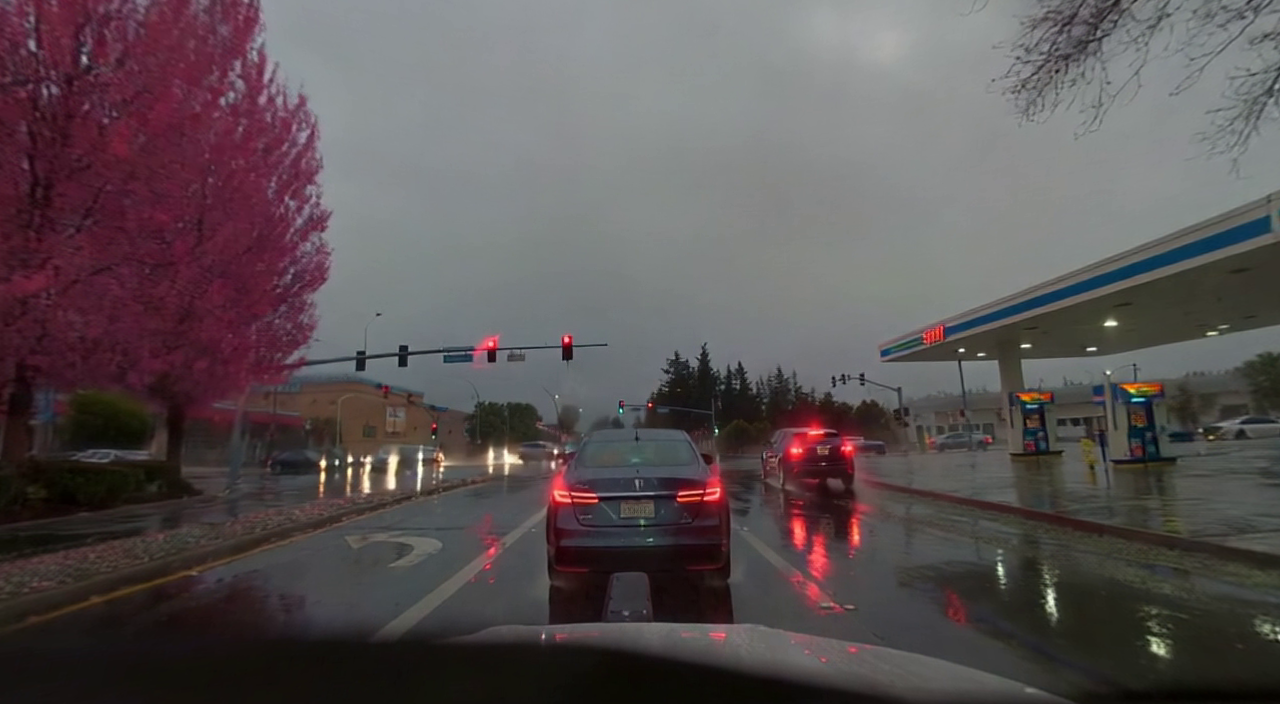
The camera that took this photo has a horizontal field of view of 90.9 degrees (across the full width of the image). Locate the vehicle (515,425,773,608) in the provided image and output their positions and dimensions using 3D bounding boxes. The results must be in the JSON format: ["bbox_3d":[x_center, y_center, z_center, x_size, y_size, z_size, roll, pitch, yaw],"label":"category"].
[{"bbox_3d":[0.010,1.652,7.275,2.112,1.482,4.057,0,-8,-1],"label":"vehicle"}]

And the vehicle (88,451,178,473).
[{"bbox_3d":[-36.918,7.972,46.030,1.889,1.455,4.813,-2,-9,15],"label":"vehicle"}]

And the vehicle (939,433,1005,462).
[{"bbox_3d":[18.385,5.275,34.838,2.053,1.495,4.091,-8,-12,43],"label":"vehicle"}]

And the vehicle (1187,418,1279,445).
[{"bbox_3d":[36.318,4.895,38.483,1.848,1.581,4.475,0,-8,2],"label":"vehicle"}]

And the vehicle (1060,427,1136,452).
[{"bbox_3d":[34.748,6.610,47.856,4.294,1.557,1.744,-4,-7,1],"label":"vehicle"}]

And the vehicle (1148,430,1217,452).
[{"bbox_3d":[40.948,6.737,47.649,3.573,1.432,1.604,-3,-8,3],"label":"vehicle"}]

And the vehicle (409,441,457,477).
[{"bbox_3d":[-11.461,5.930,35.244,2.019,1.867,4.660,2,-8,-12],"label":"vehicle"}]
